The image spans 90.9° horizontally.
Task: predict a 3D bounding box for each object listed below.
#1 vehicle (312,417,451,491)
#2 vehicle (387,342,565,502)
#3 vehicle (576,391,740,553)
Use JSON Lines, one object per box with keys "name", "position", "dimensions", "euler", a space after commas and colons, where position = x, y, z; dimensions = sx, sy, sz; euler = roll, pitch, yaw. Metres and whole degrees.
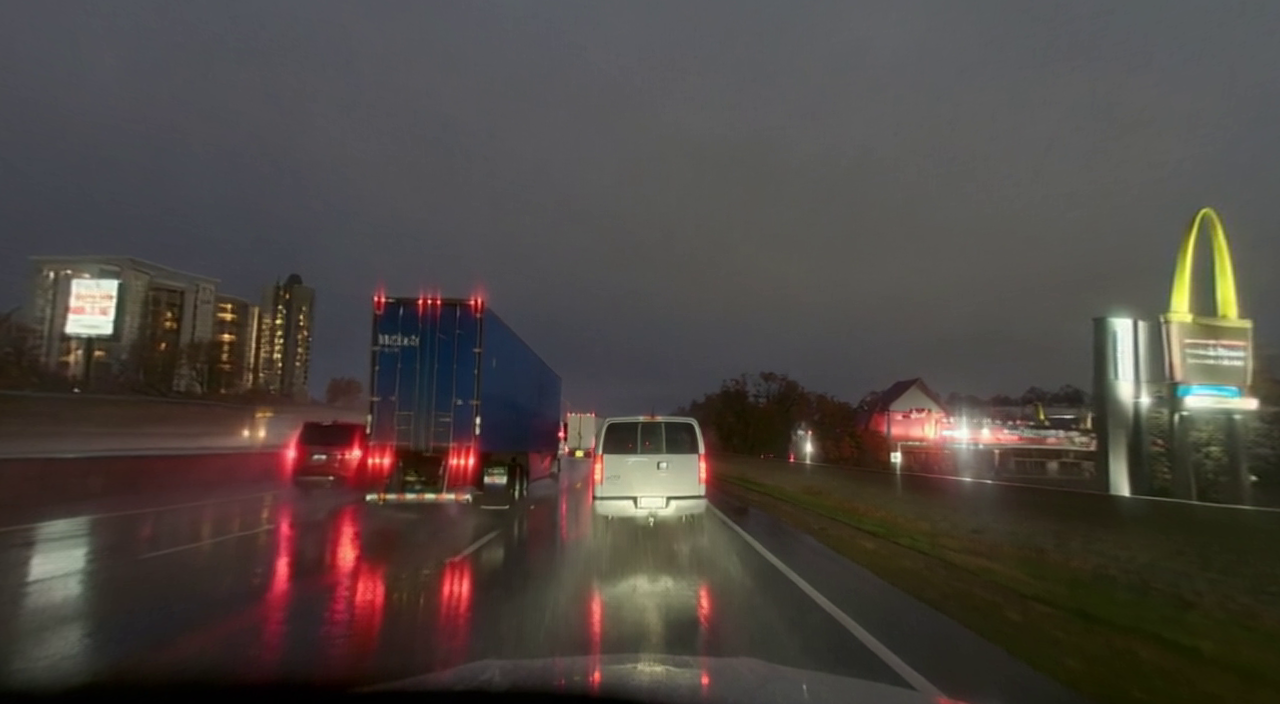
{"name": "vehicle", "position": [-8.049, 3.257, 20.401], "dimensions": [2.218, 2.047, 5.586], "euler": [0, -9, -1]}
{"name": "vehicle", "position": [-4.076, 2.160, 18.127], "dimensions": [2.814, 3.513, 8.529], "euler": [0, -9, 0]}
{"name": "vehicle", "position": [0.125, 1.727, 9.595], "dimensions": [1.947, 1.910, 4.040], "euler": [0, -9, -3]}
